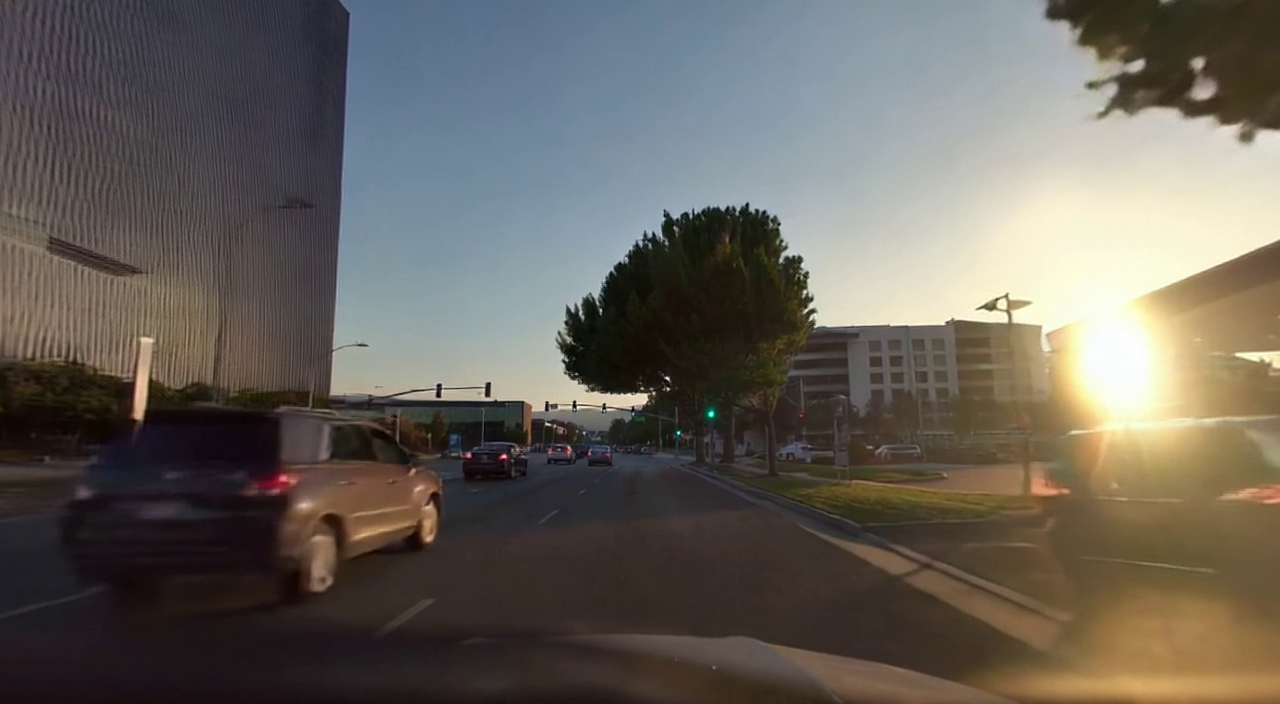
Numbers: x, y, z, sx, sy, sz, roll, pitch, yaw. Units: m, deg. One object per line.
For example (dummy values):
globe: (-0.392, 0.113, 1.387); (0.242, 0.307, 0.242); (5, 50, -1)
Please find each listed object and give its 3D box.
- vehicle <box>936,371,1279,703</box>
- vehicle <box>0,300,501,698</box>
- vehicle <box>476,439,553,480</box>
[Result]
vehicle: (4.691, 1.259, 5.212); (4.613, 1.751, 2.169); (7, -11, -39)
vehicle: (-3.593, 1.215, 6.574); (2.602, 2.091, 6.347); (0, -8, 2)
vehicle: (-4.944, 4.280, 25.447); (1.900, 1.473, 4.425); (-1, -8, 4)
